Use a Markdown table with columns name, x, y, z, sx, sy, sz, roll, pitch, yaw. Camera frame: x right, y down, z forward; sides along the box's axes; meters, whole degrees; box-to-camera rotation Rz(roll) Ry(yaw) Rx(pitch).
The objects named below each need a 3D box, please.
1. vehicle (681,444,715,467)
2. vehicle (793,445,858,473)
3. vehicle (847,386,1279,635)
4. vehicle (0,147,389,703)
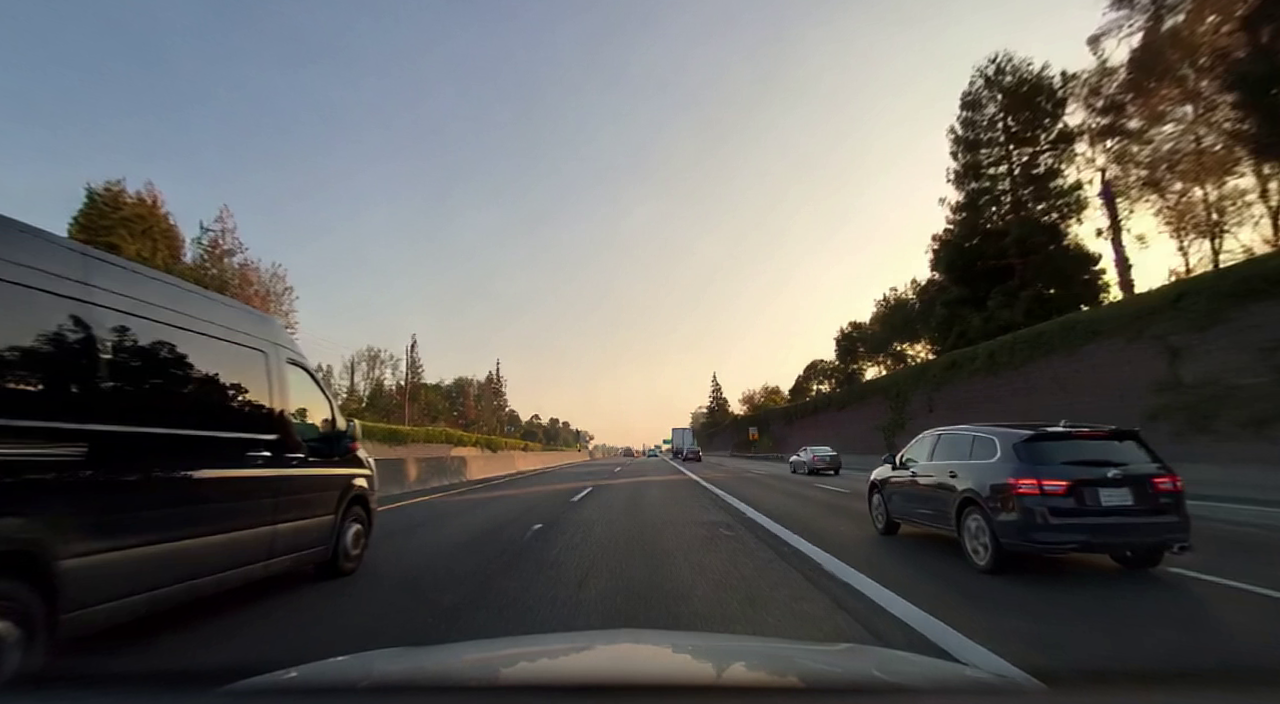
| name | x | y | z | sx | sy | sz | roll | pitch | yaw |
| --- | --- | --- | --- | --- | --- | --- | --- | --- | --- |
| vehicle | 4.390 | 7.880 | 48.286 | 2.066 | 1.638 | 4.158 | 0 | -9 | -1 |
| vehicle | 10.517 | 6.085 | 36.105 | 1.838 | 1.490 | 4.460 | 1 | -9 | -8 |
| vehicle | 4.132 | 1.464 | 6.841 | 2.025 | 1.706 | 4.797 | 0 | -9 | -1 |
| vehicle | -4.027 | 0.573 | 3.642 | 2.380 | 2.648 | 6.879 | 0 | -9 | -1 |
